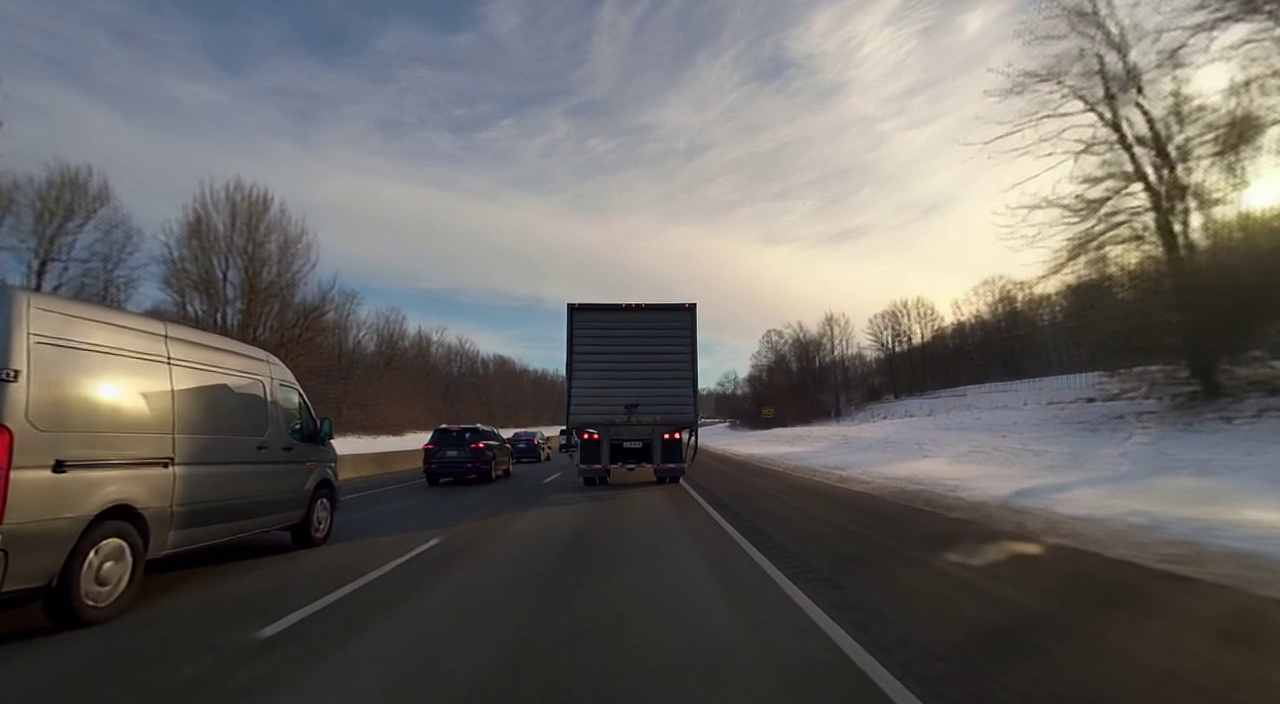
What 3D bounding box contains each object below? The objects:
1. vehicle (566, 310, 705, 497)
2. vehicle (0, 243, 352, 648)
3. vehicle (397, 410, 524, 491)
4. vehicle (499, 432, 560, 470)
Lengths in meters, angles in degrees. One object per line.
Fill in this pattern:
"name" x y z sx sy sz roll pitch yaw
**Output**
"vehicle" -0.090 1.756 18.619 2.953 4.041 10.072 0 -8 0
"vehicle" -5.247 0.849 5.876 2.478 2.515 5.438 0 -8 0
"vehicle" -4.896 2.778 18.043 2.168 1.985 4.952 0 -8 0
"vehicle" -4.859 4.392 28.277 1.931 1.539 4.441 0 -8 0
